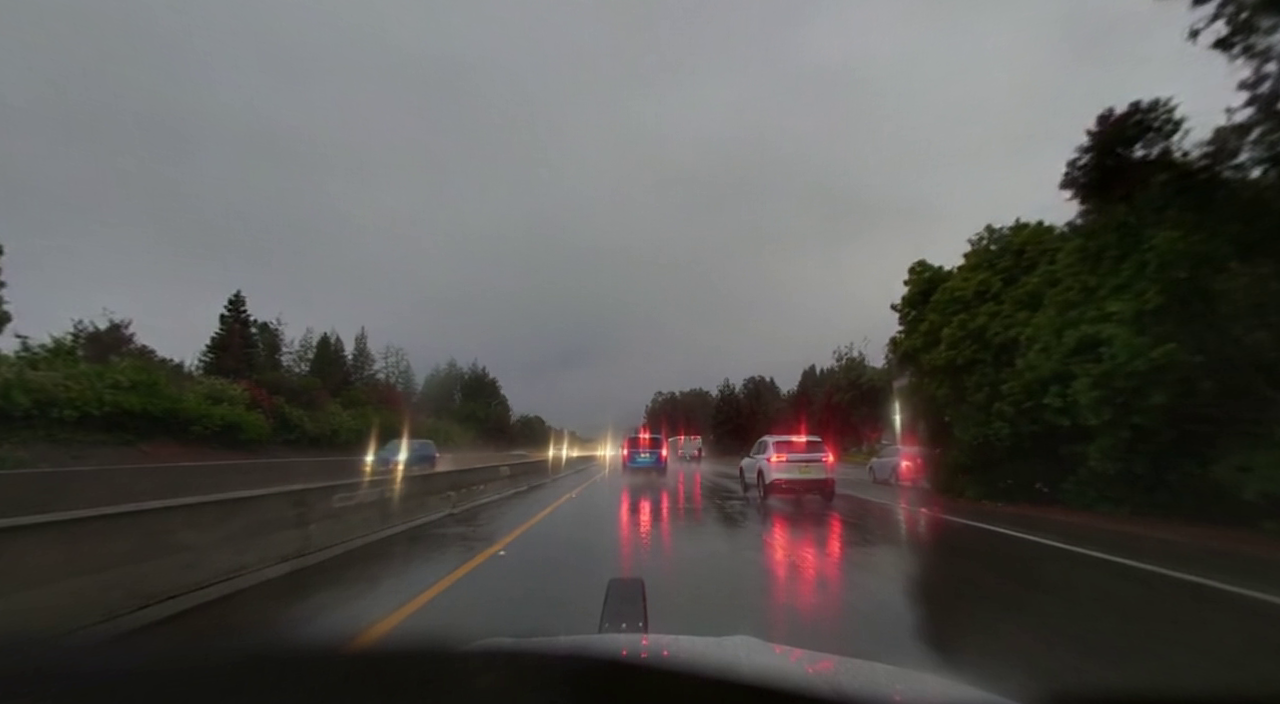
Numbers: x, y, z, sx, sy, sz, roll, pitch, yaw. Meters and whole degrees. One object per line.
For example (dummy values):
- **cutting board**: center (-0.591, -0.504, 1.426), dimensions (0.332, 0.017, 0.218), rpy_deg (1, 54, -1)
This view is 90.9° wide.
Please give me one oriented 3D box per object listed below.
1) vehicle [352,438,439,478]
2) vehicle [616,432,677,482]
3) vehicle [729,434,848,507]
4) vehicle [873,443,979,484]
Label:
- **vehicle**: center (-14.204, 6.207, 37.223), dimensions (2.631, 2.140, 6.216), rpy_deg (0, -8, 0)
- **vehicle**: center (0.263, 4.265, 25.842), dimensions (2.290, 1.862, 4.454), rpy_deg (0, -8, 0)
- **vehicle**: center (3.584, 2.935, 16.085), dimensions (2.042, 1.592, 4.047), rpy_deg (0, -8, 0)
- **vehicle**: center (10.990, 4.294, 24.638), dimensions (2.027, 1.446, 4.470), rpy_deg (0, -8, 0)
